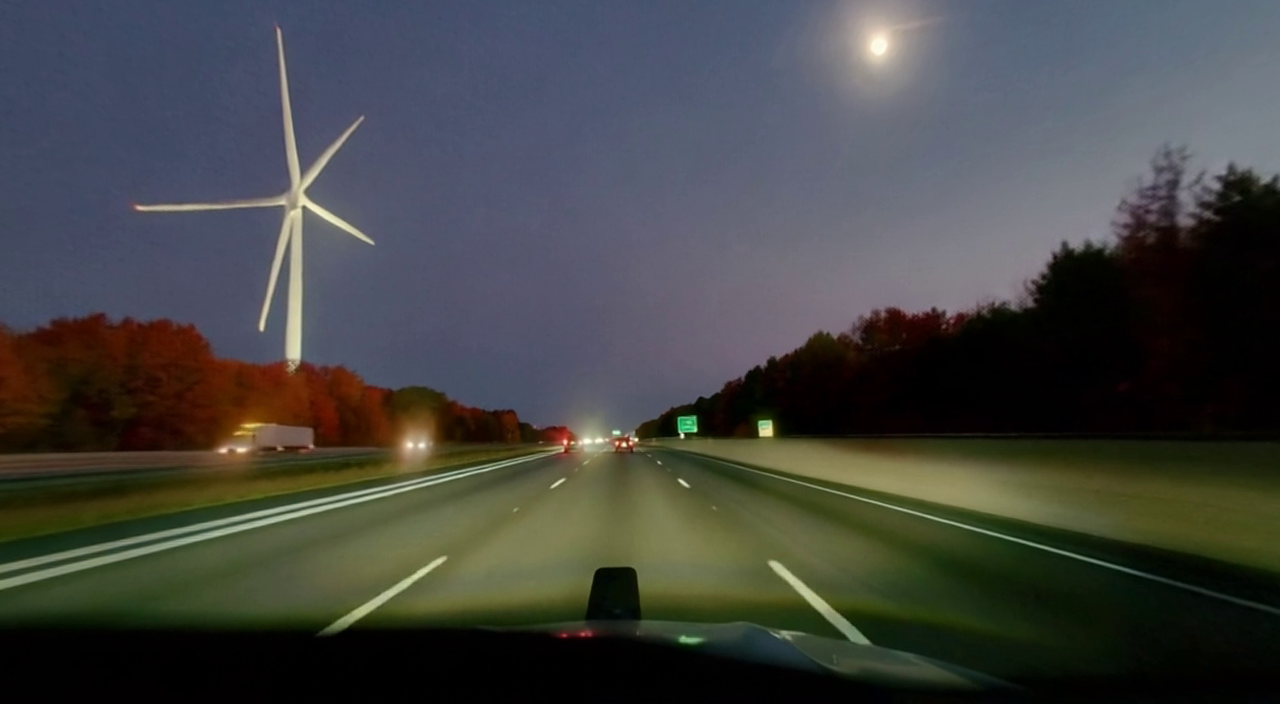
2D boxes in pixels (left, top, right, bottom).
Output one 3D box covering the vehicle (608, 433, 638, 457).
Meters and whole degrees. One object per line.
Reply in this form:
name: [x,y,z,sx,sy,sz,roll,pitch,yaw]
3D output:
vehicle: [-1.325,7.284,49.383,2.213,1.774,4.563,0,-8,-1]
